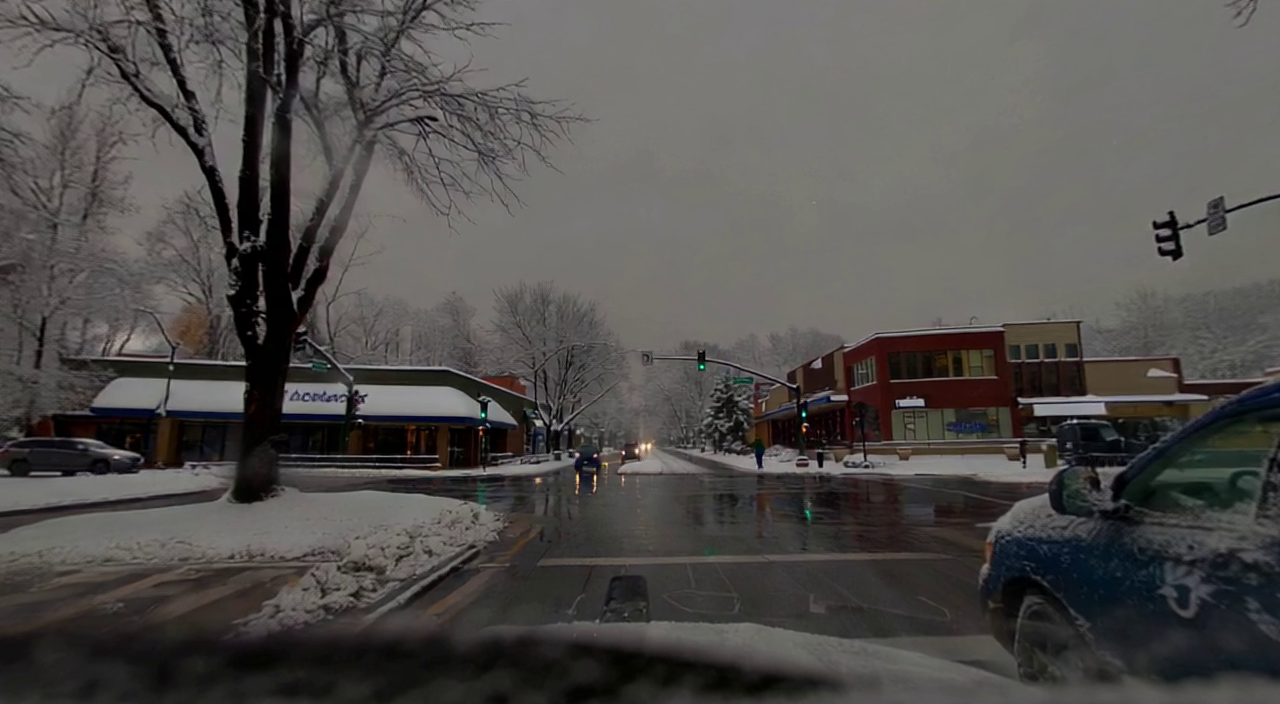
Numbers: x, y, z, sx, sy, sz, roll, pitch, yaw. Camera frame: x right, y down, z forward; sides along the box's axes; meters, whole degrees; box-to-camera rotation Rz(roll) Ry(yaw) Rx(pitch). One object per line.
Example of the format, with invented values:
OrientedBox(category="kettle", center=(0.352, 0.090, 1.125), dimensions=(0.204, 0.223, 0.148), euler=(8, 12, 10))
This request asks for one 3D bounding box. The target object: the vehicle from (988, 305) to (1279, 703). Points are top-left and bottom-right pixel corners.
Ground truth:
OrientedBox(category="vehicle", center=(2.880, 0.600, 0.910), dimensions=(2.048, 1.725, 4.754), euler=(0, -8, 0))

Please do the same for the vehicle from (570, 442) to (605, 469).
OrientedBox(category="vehicle", center=(-3.409, 6.774, 41.387), dimensions=(1.961, 1.658, 4.064), euler=(0, -8, 0))

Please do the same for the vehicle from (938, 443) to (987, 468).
OrientedBox(category="vehicle", center=(20.405, 6.529, 40.037), dimensions=(2.066, 1.488, 4.158), euler=(-3, -9, 18))

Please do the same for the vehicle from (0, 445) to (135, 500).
OrientedBox(category="vehicle", center=(-18.105, 3.504, 18.624), dimensions=(4.686, 1.500, 1.935), euler=(0, -8, 2))

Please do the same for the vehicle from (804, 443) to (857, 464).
OrientedBox(category="vehicle", center=(14.886, 7.940, 49.488), dimensions=(1.924, 1.579, 4.084), euler=(3, -9, -18))

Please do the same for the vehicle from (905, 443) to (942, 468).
OrientedBox(category="vehicle", center=(18.101, 6.570, 40.330), dimensions=(1.791, 1.520, 3.649), euler=(-3, -9, 19))

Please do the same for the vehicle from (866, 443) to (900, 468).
OrientedBox(category="vehicle", center=(15.769, 6.653, 40.780), dimensions=(1.875, 1.543, 3.853), euler=(-3, -9, 22))
